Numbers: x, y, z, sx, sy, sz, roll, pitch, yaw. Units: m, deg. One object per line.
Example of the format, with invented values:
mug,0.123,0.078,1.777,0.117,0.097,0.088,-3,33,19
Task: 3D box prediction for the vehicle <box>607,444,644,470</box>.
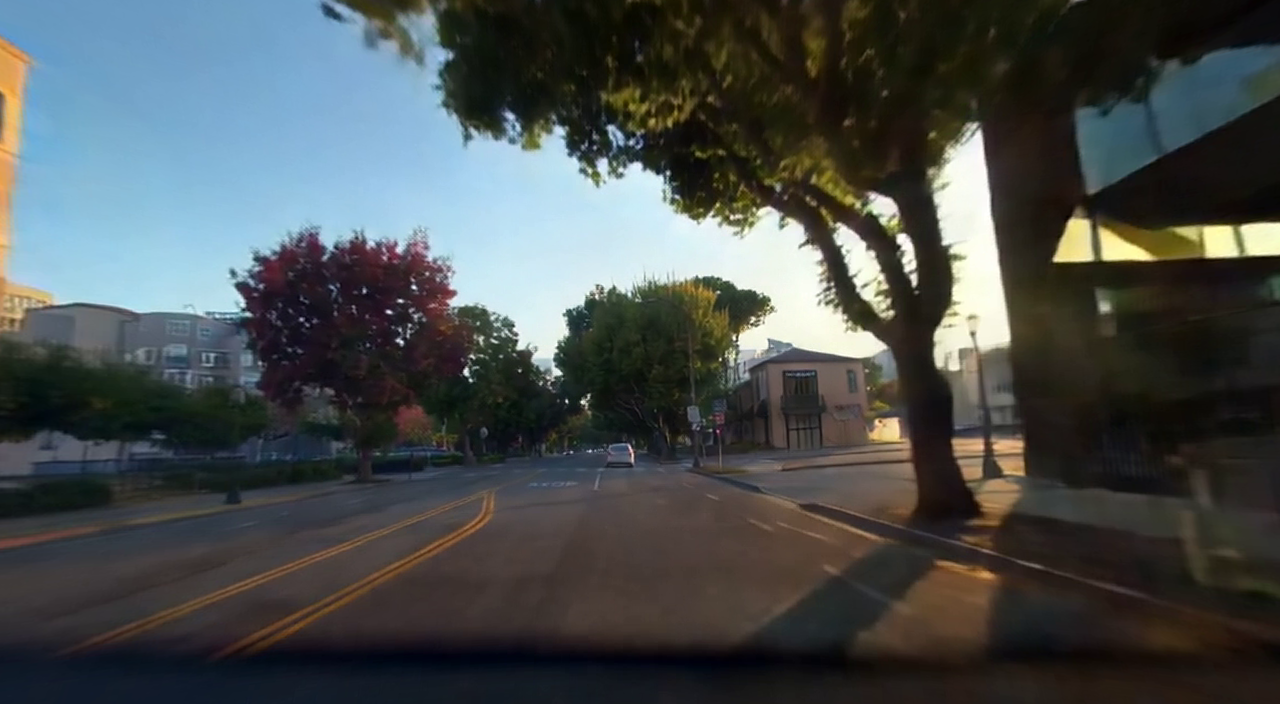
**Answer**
vehicle,-0.928,6.405,38.671,2.131,1.474,4.146,1,-8,-3
